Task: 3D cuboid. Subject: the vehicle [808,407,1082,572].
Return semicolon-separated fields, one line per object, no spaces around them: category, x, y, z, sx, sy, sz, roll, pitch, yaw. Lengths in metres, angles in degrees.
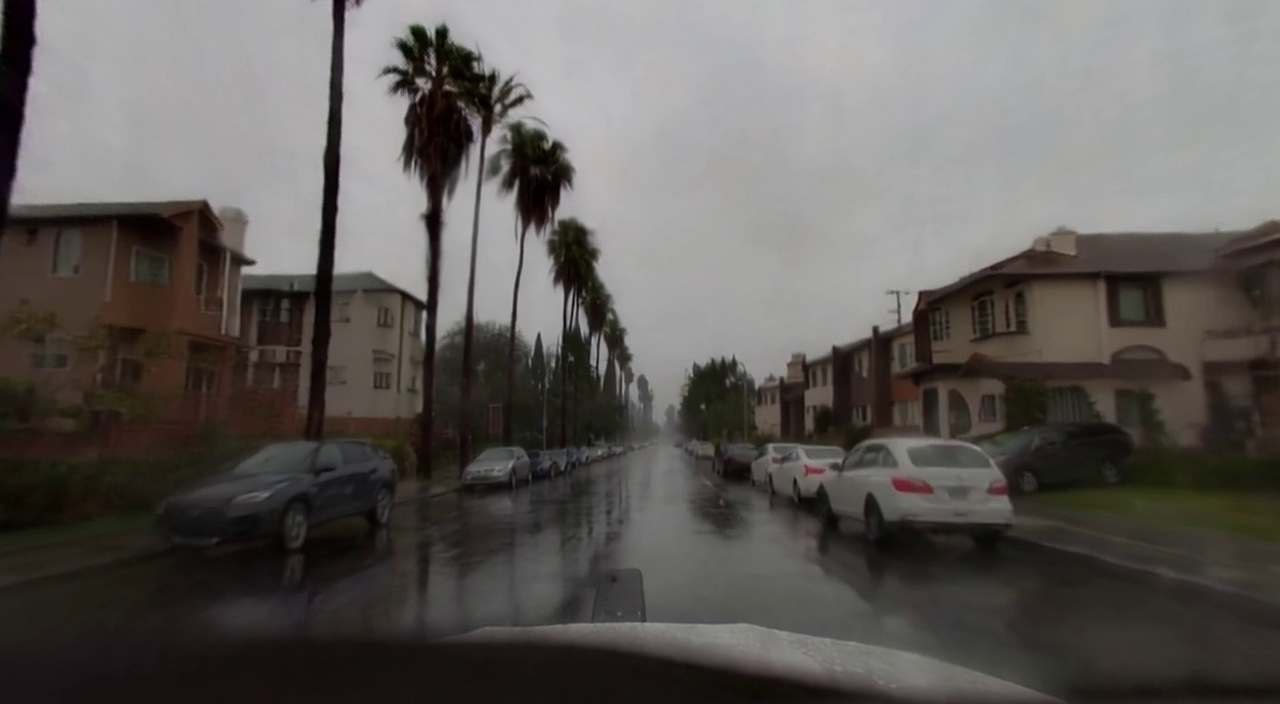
vehicle;4.203;2.022;9.823;1.964;1.889;4.708;1;-10;1

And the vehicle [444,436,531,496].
vehicle;-5.221;4.006;22.267;1.947;1.803;4.381;-2;-10;0

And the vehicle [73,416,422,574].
vehicle;-5.506;2.129;10.035;2.020;1.819;5.168;-1;-10;2

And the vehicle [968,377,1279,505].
vehicle;10.856;2.040;14.436;5.235;1.985;2.187;-8;-9;4
